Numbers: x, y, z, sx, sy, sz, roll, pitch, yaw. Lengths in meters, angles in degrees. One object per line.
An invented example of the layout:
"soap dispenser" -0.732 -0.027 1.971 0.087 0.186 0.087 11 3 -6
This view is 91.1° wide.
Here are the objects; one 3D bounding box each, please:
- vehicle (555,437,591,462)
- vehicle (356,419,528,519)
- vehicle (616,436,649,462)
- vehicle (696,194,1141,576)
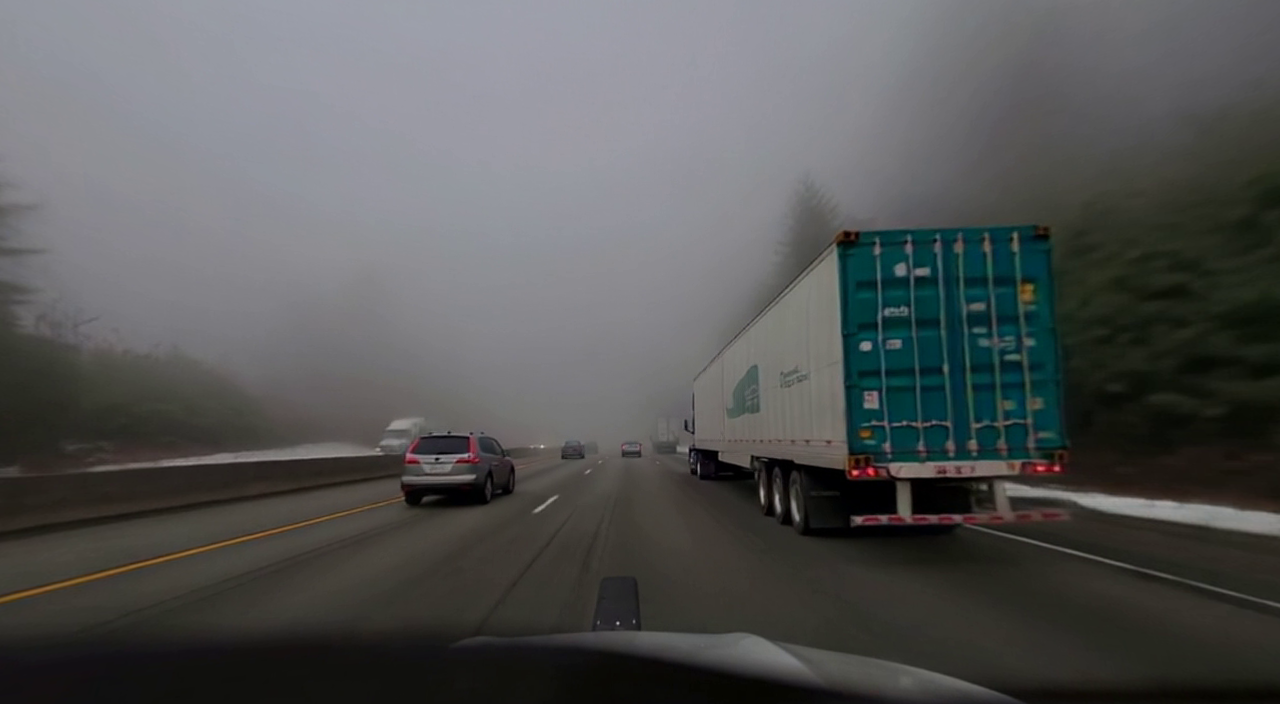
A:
"vehicle" -4.423 6.497 42.119 2.021 1.514 4.190 0 -8 0
"vehicle" -3.739 2.265 12.863 2.054 1.671 4.445 0 -8 0
"vehicle" -0.498 6.379 41.635 2.088 1.567 4.240 0 -8 -1
"vehicle" 3.517 1.226 13.870 2.959 4.058 14.485 0 -8 -1
